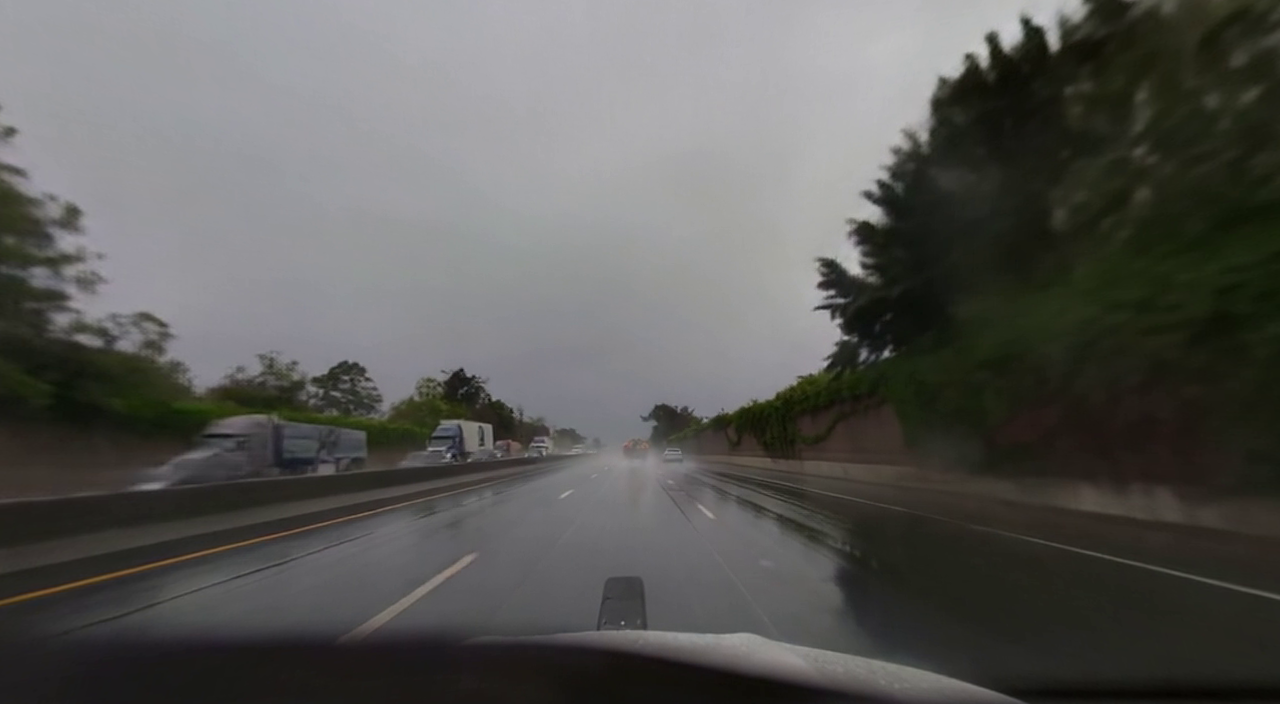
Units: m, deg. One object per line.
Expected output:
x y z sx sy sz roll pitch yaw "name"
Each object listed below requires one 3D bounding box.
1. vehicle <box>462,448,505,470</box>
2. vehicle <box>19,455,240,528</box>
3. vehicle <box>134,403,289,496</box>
-11.498 7.887 46.563 1.964 1.522 4.419 0 -9 1 "vehicle"
-11.878 3.224 15.125 1.862 1.445 4.101 0 -9 -1 "vehicle"
-20.241 4.681 30.353 2.966 3.997 6.255 0 -9 -2 "vehicle"
